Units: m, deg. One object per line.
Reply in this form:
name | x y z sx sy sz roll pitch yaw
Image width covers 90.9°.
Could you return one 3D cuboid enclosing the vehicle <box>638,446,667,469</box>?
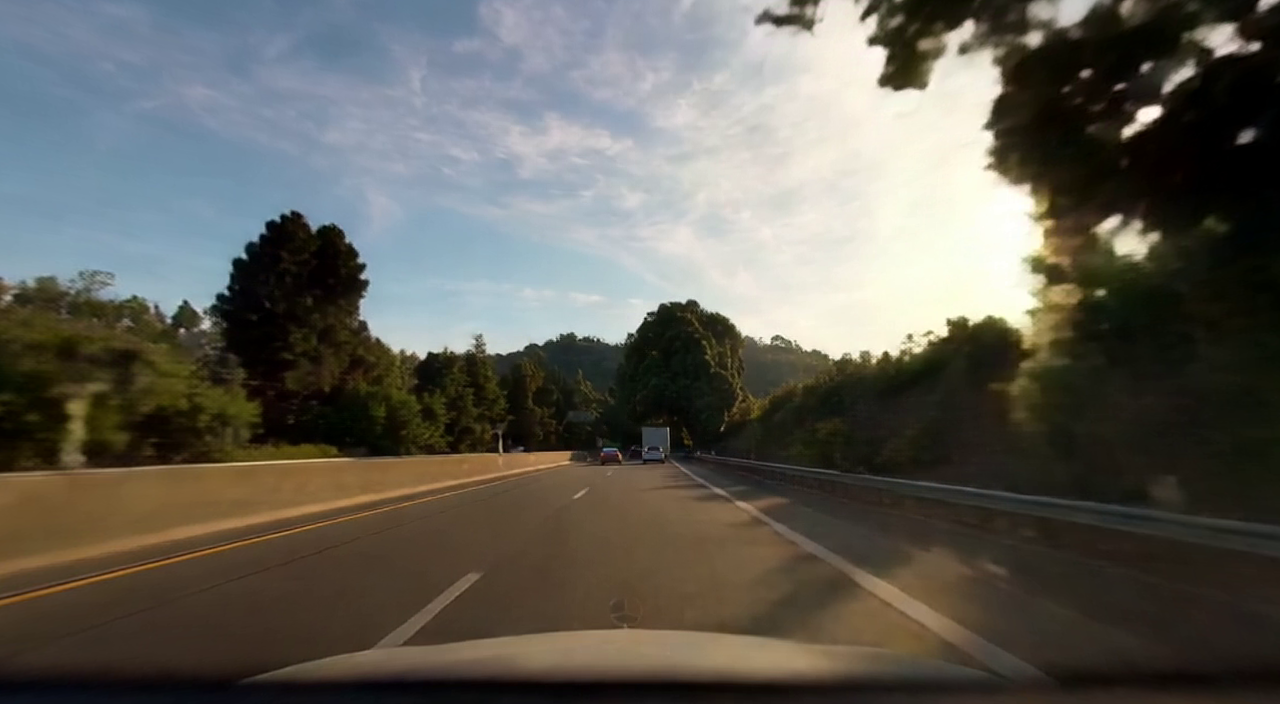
vehicle | 0.832 7.291 43.565 1.934 1.488 3.832 0 -9 1
